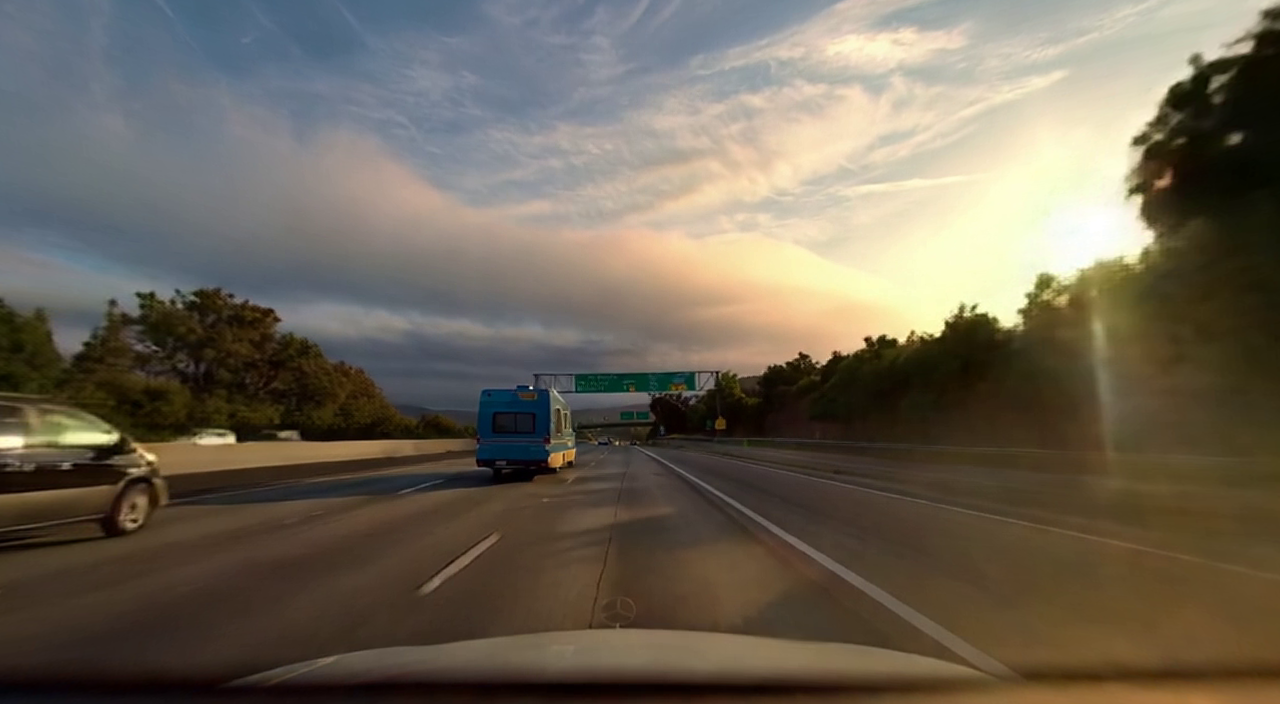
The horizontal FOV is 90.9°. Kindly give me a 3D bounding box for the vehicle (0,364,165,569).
[{"bbox_3d":[-6.926,1.037,5.652,2.045,1.873,4.202,0,-8,-1],"label":"vehicle"}]

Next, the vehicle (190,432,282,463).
[{"bbox_3d":[-20.028,4.745,31.445,1.803,1.433,4.234,0,-8,-1],"label":"vehicle"}]

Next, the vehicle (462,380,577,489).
[{"bbox_3d":[-4.029,2.973,22.857,2.676,3.269,7.388,0,-7,0],"label":"vehicle"}]
